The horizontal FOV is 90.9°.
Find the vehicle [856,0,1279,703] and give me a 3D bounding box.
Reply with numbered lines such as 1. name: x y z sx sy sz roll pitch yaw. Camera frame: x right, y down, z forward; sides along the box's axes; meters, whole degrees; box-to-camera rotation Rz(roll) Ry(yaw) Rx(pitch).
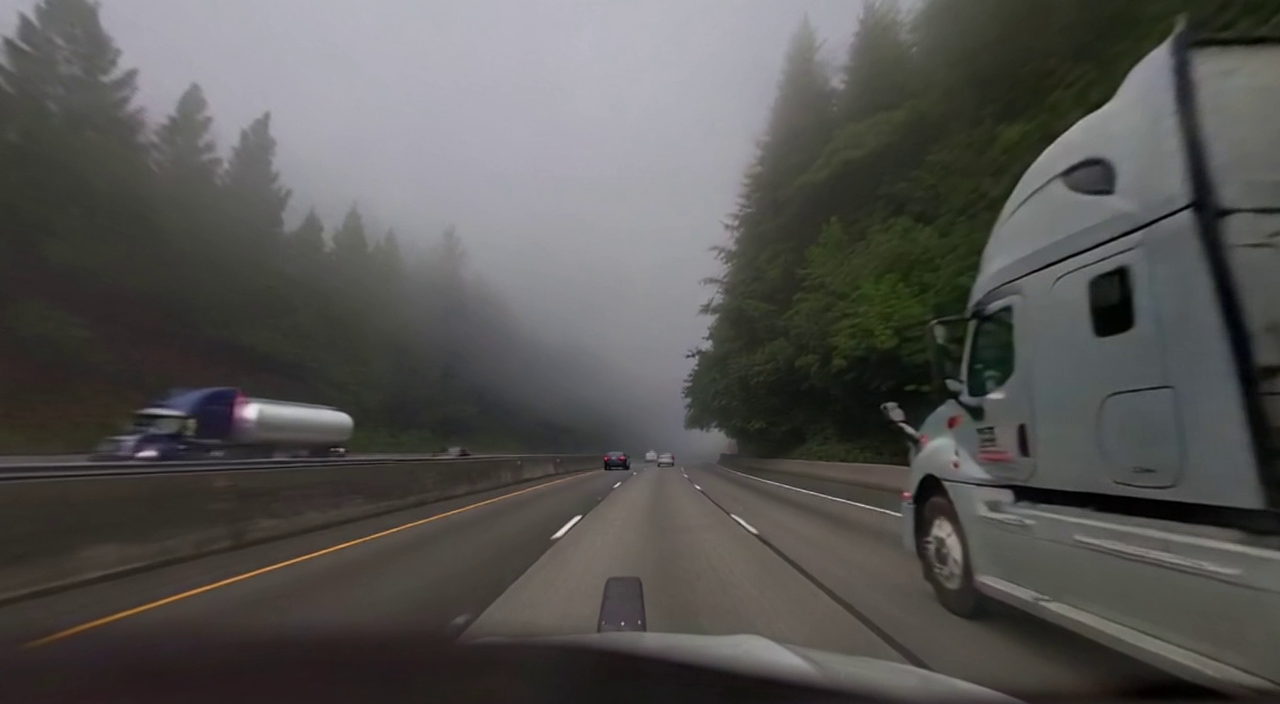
1. vehicle: 3.888 0.008 3.667 2.984 3.908 5.930 0 -9 -1

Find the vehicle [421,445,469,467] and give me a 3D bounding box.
1. vehicle: -15.121 8.117 49.167 2.129 1.633 4.593 0 -9 2

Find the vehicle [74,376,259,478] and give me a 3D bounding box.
1. vehicle: -19.557 3.270 26.631 2.925 3.825 5.907 0 -9 1

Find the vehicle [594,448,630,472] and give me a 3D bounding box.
1. vehicle: -2.066 8.160 47.778 2.205 1.728 4.397 -1 -9 3
